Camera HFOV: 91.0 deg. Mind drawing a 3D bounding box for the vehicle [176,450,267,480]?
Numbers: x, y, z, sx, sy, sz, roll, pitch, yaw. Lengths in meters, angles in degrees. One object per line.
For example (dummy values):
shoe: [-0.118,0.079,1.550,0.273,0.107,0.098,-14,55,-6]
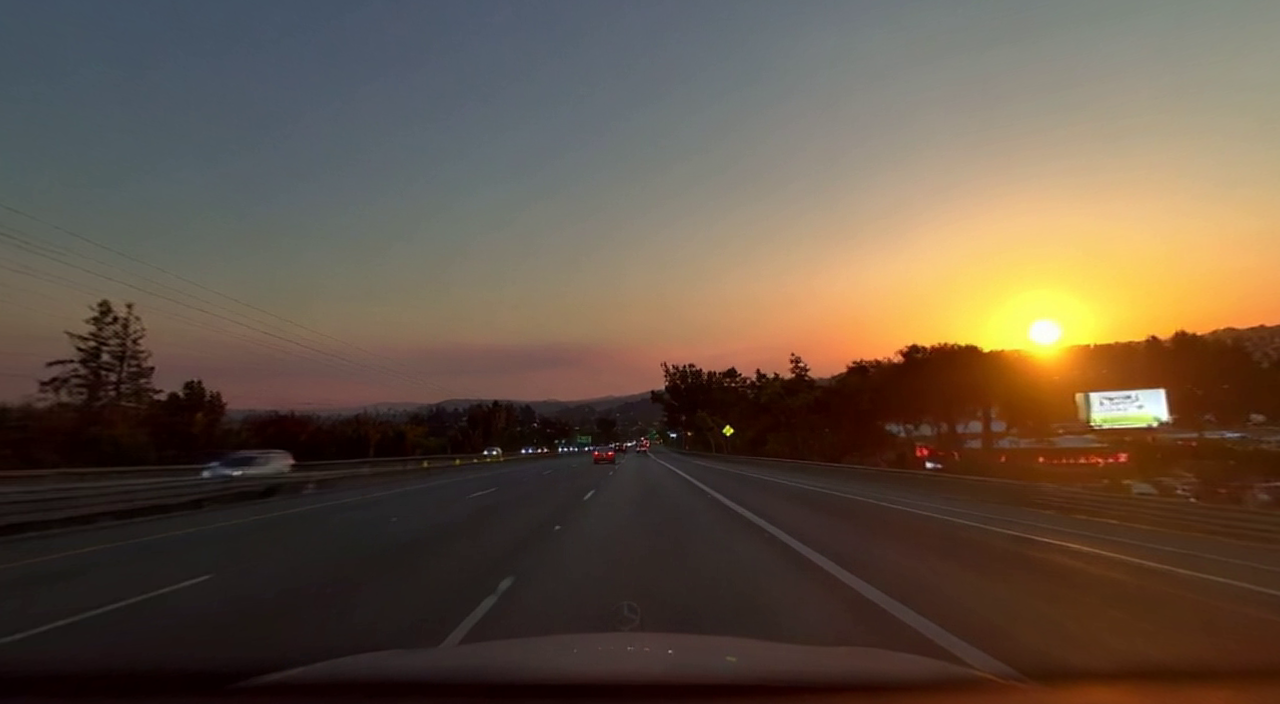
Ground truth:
vehicle: [-23.803,6.405,36.065,1.886,1.545,4.772,0,-9,0]
